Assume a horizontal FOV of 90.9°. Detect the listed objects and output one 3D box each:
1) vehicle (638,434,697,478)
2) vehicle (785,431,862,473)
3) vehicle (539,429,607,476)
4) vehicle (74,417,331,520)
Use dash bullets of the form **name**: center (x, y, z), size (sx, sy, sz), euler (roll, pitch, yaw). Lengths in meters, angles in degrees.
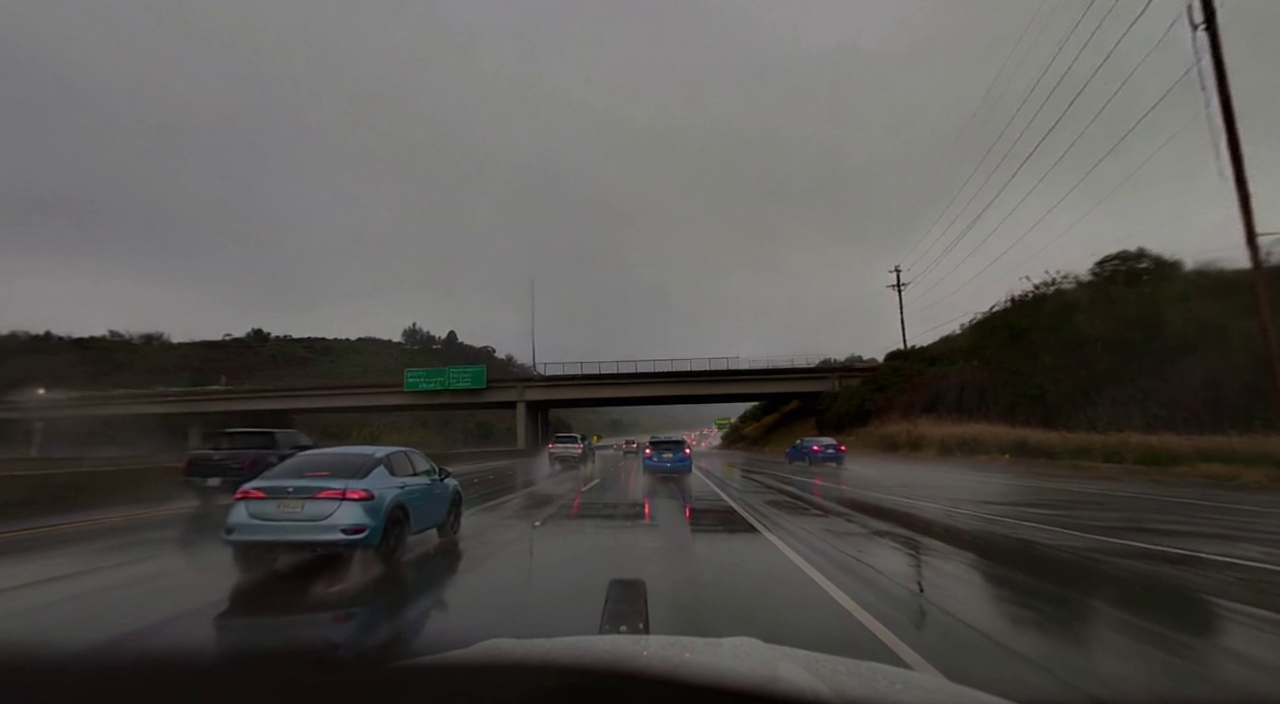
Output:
- **vehicle**: center (1.056, 4.223, 25.792), size (2.193, 1.651, 3.946), euler (0, -8, 0)
- **vehicle**: center (9.115, 5.025, 31.837), size (2.059, 1.938, 4.793), euler (0, -8, -5)
- **vehicle**: center (-2.758, 4.321, 27.263), size (2.228, 1.845, 4.847), euler (-1, -8, 2)
- **vehicle**: center (-8.494, 2.301, 12.958), size (2.062, 1.702, 4.587), euler (0, -8, -2)
